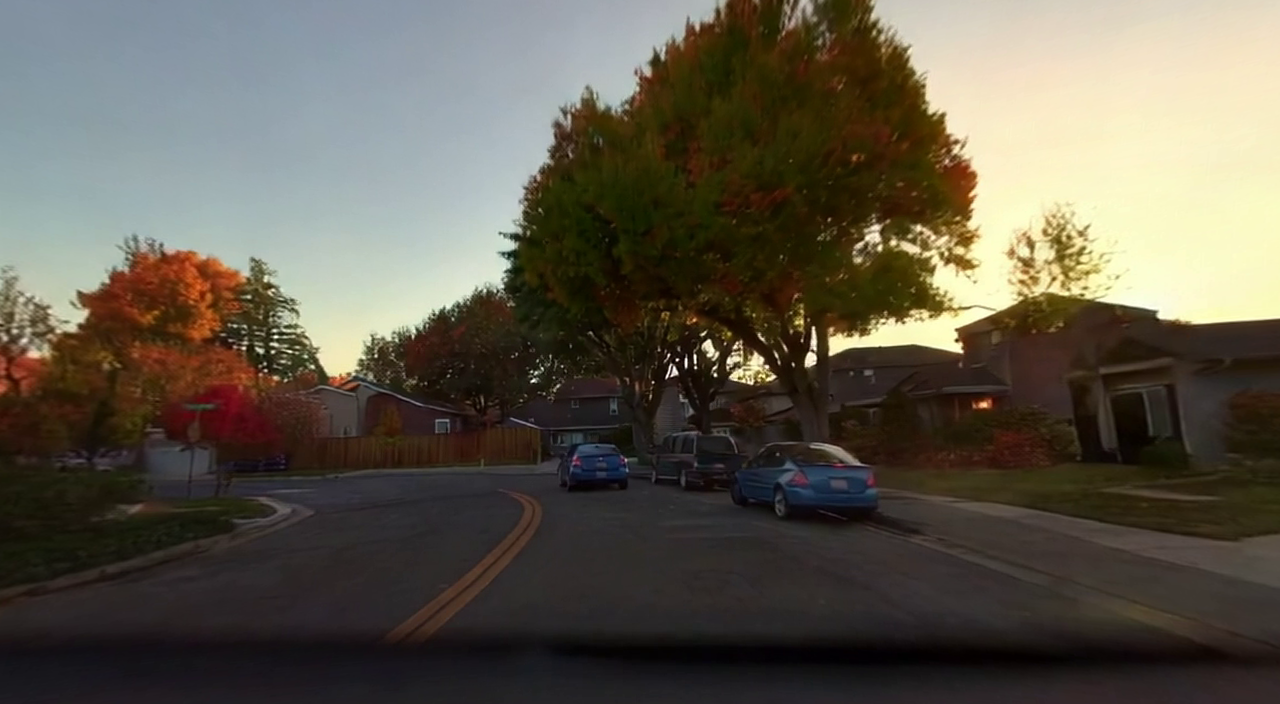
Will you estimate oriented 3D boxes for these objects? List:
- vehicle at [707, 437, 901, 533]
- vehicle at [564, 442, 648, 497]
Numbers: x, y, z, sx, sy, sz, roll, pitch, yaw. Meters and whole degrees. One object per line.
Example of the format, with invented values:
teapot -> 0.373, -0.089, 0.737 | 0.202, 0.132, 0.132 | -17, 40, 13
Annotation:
vehicle -> 2.813, 2.413, 12.136 | 2.089, 1.462, 4.529 | 1, -9, -6
vehicle -> -1.177, 3.527, 19.383 | 2.192, 1.474, 4.192 | 1, -9, -8
